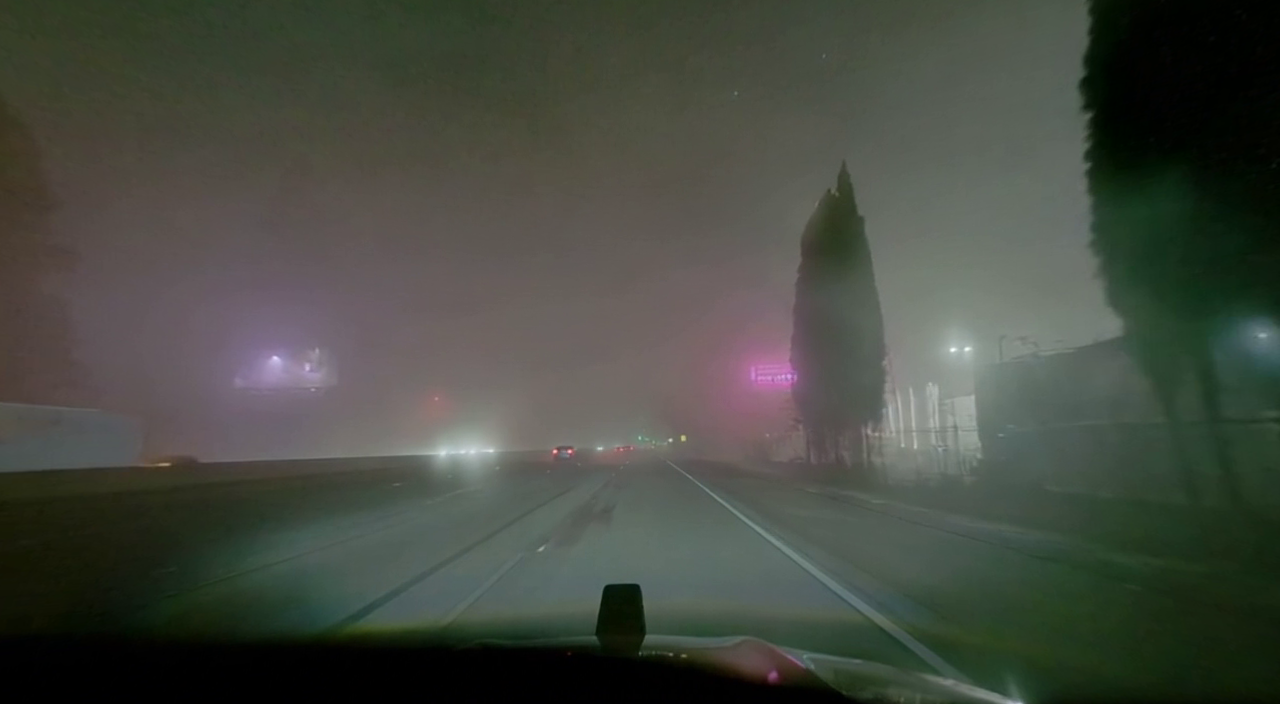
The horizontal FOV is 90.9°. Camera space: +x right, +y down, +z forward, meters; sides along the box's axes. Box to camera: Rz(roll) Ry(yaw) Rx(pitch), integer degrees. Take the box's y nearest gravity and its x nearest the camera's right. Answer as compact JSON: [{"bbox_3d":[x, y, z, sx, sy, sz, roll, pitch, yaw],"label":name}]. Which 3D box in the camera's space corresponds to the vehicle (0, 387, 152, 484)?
[{"bbox_3d":[-28.239,3.489,26.305,2.907,4.026,15.848,0,-8,1],"label":"vehicle"}]

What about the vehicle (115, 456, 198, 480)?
[{"bbox_3d":[-31.805,7.606,41.658,1.832,1.441,4.503,0,-9,0],"label":"vehicle"}]
